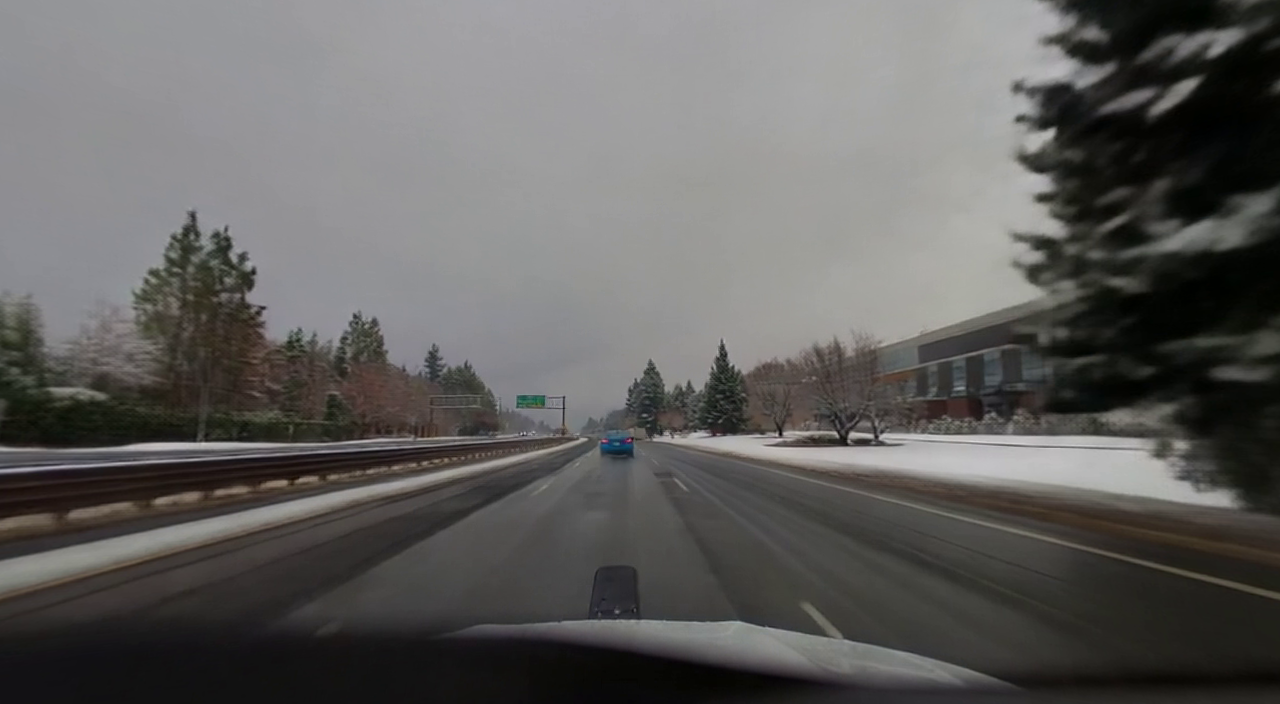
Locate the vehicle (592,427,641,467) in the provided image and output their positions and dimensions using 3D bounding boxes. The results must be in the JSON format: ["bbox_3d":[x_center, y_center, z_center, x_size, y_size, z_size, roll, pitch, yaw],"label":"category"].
[{"bbox_3d":[-1.043,4.163,27.815,2.020,1.633,3.942,0,-8,-2],"label":"vehicle"}]
